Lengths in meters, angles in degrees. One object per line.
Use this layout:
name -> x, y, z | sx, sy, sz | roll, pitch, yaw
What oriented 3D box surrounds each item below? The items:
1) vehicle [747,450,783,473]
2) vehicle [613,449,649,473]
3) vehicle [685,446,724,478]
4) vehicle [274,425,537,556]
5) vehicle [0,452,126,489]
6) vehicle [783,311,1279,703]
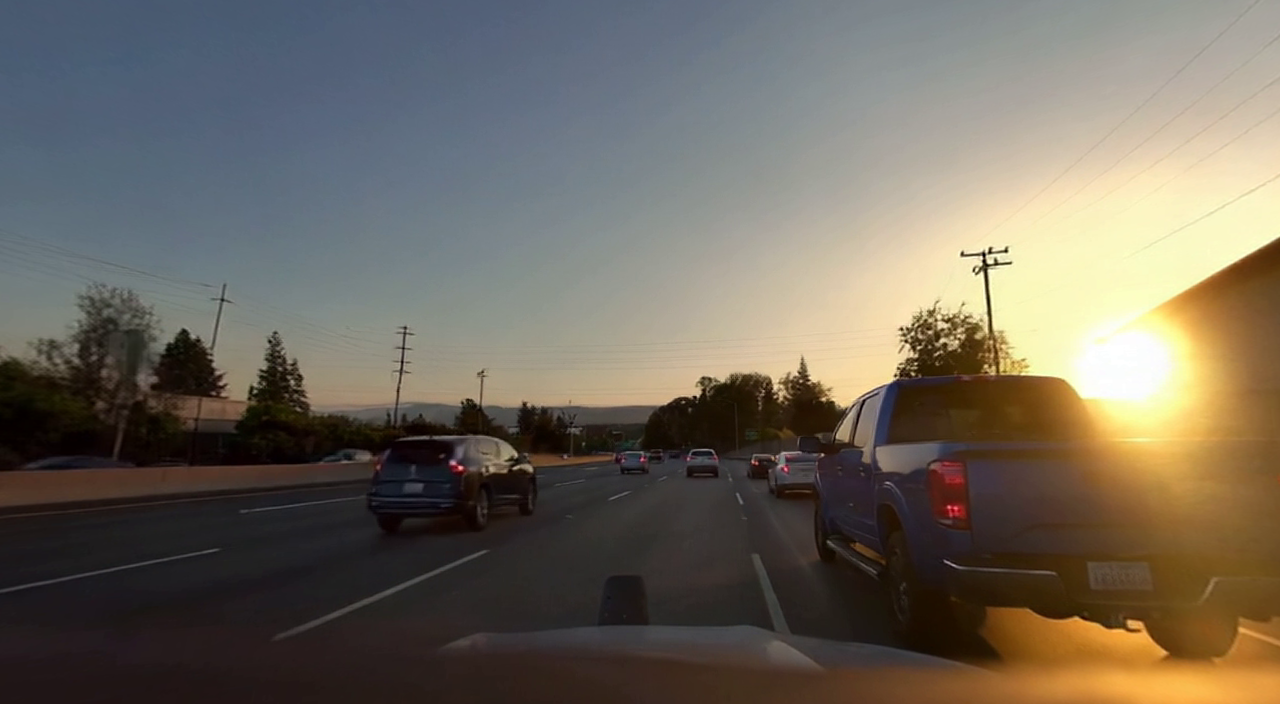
vehicle -> 8.710, 7.660, 44.347 | 2.072, 1.456, 4.537 | -1, -8, 6
vehicle -> -0.565, 7.598, 44.193 | 2.119, 1.478, 4.644 | -1, -8, 5
vehicle -> 3.747, 6.266, 36.285 | 2.080, 1.682, 4.150 | -1, -8, 7
vehicle -> -3.560, 2.182, 10.787 | 2.209, 1.714, 4.576 | -1, -8, 8
vehicle -> -28.917, 5.770, 31.148 | 2.026, 1.607, 5.372 | -1, -8, 8
vehicle -> 3.348, 1.321, 6.526 | 3.024, 2.092, 6.797 | -1, -8, 8
